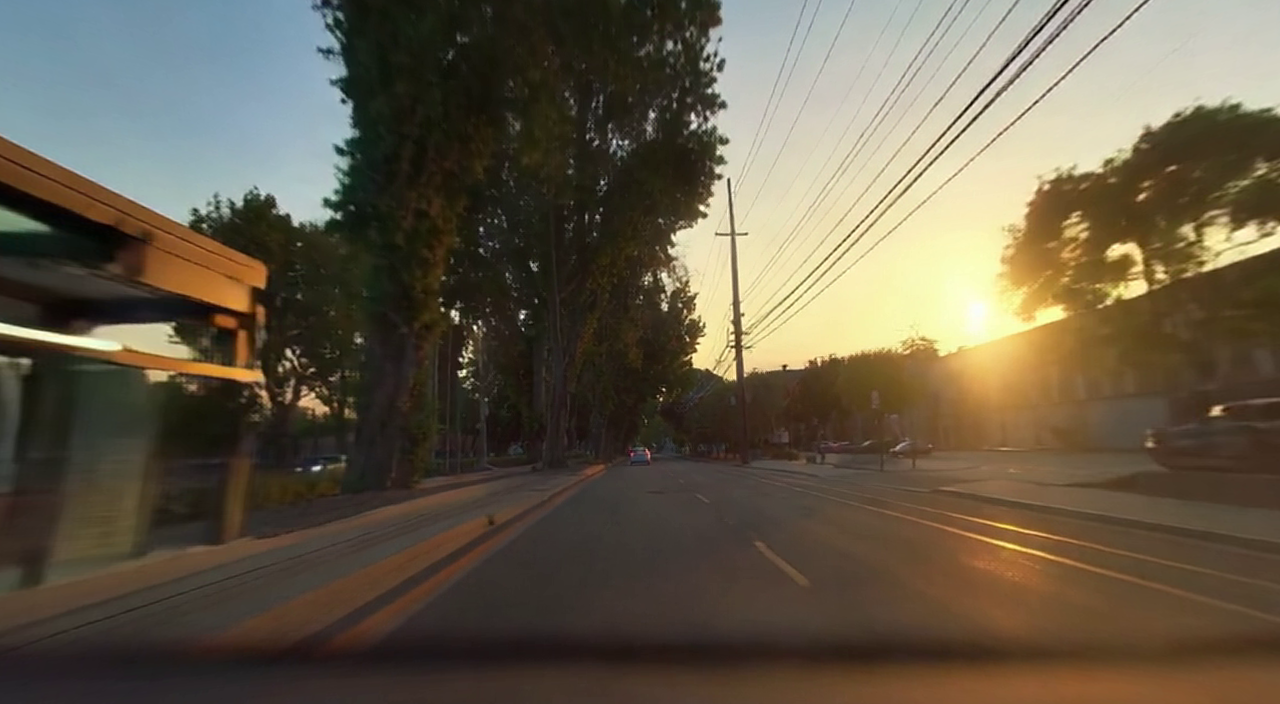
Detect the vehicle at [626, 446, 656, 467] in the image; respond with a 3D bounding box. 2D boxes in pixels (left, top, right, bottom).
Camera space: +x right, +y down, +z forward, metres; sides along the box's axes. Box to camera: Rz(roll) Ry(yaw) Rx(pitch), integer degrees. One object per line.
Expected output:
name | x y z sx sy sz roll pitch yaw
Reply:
vehicle | 0.055 7.798 47.381 2.109 1.501 4.042 0 -8 -1
